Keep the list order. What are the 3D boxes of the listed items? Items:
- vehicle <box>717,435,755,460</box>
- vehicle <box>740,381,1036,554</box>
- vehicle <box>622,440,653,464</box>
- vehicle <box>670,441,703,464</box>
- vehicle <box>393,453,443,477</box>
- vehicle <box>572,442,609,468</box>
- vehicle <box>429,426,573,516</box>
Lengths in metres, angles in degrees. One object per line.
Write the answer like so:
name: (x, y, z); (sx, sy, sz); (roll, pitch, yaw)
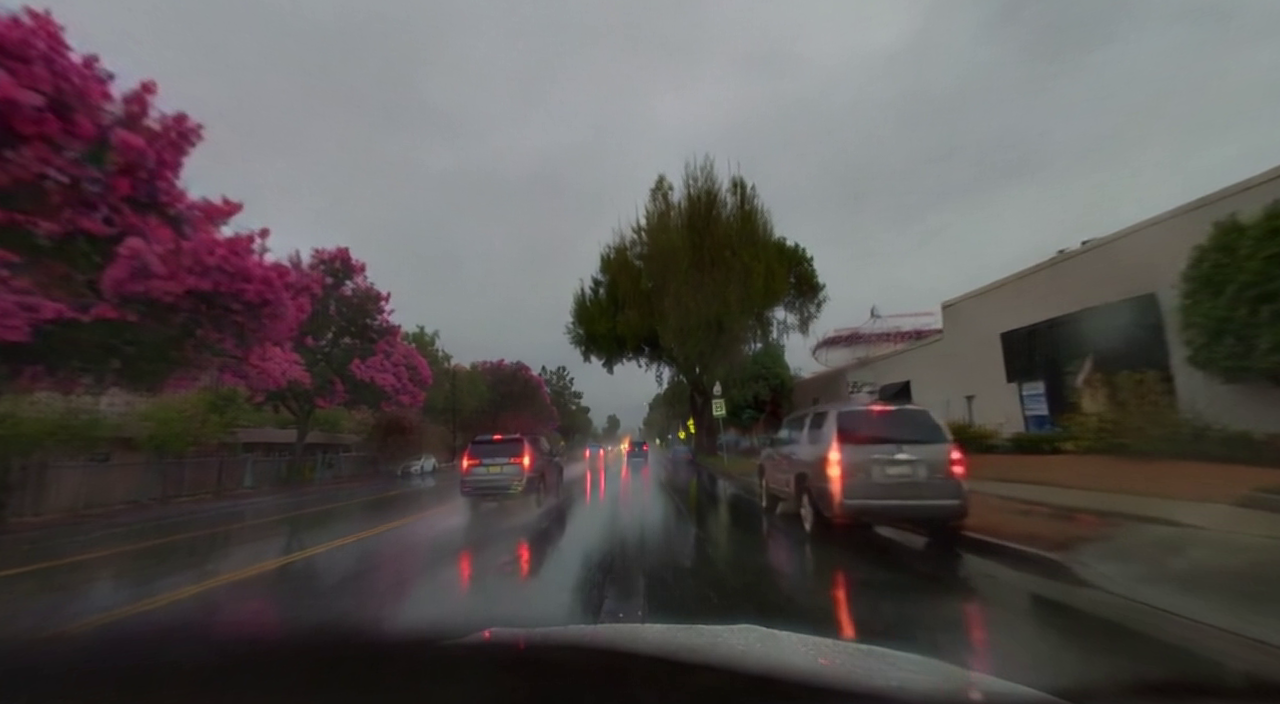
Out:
vehicle: (7.354, 7.393, 48.854); (2.112, 1.776, 4.555); (1, -8, -2)
vehicle: (3.389, 1.770, 10.229); (2.653, 2.058, 5.096); (0, -9, -1)
vehicle: (-0.203, 7.859, 49.900); (2.376, 1.801, 4.317); (0, -9, -1)
vehicle: (3.537, 7.810, 49.188); (2.150, 1.655, 4.739); (0, -9, -1)
vehicle: (-16.317, 8.337, 46.738); (1.870, 1.599, 5.022); (0, -9, 0)
vehicle: (-3.237, 6.901, 42.386); (2.167, 1.634, 4.220); (0, -9, 0)
vehicle: (-3.050, 2.759, 15.189); (2.257, 1.751, 5.028); (-1, -9, 1)
